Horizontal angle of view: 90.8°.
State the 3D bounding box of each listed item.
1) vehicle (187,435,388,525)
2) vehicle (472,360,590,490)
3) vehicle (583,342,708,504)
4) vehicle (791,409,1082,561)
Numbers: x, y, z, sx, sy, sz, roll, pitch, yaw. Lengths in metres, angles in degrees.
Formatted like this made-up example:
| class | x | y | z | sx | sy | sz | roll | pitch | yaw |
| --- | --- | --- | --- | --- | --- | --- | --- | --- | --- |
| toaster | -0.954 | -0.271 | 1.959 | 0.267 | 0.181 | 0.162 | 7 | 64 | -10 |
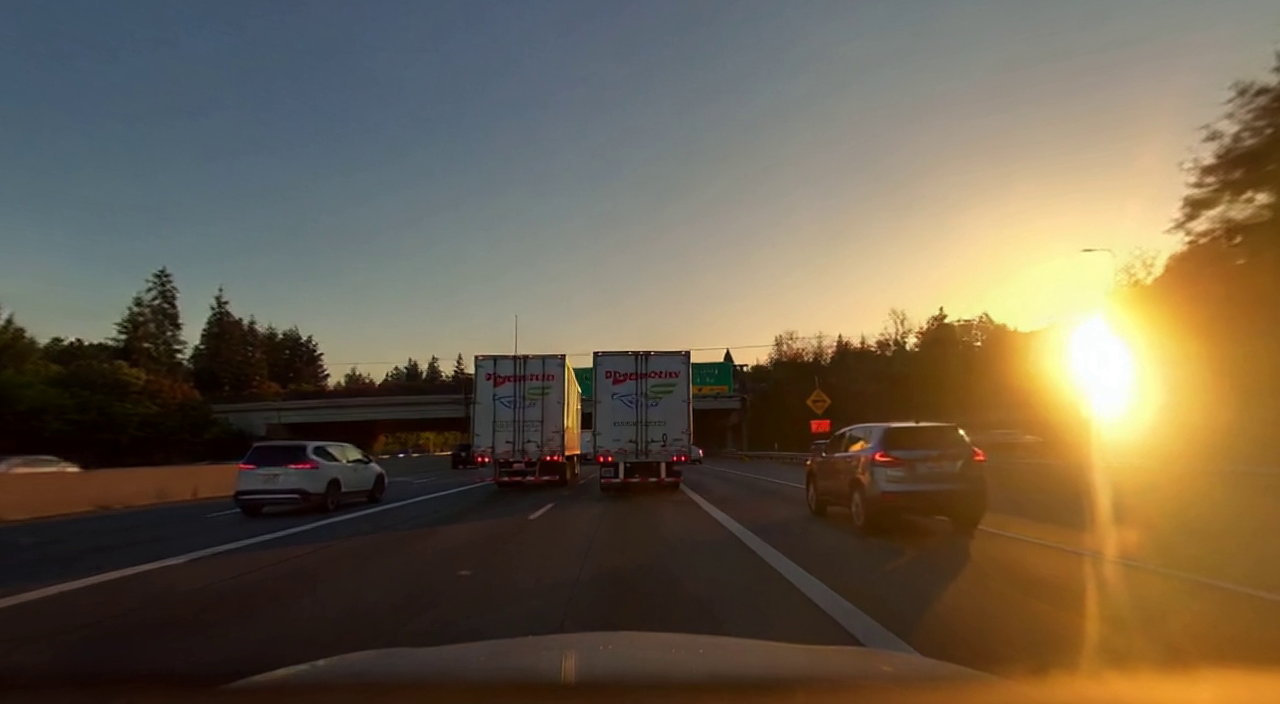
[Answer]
| class | x | y | z | sx | sy | sz | roll | pitch | yaw |
| --- | --- | --- | --- | --- | --- | --- | --- | --- | --- |
| vehicle | -7.620 | 2.771 | 14.300 | 2.017 | 1.694 | 4.420 | 0 | -9 | -1 |
| vehicle | -3.913 | 3.128 | 25.727 | 2.888 | 4.154 | 10.960 | 0 | -9 | 0 |
| vehicle | 0.046 | 2.378 | 19.886 | 2.910 | 3.828 | 9.805 | 0 | -9 | -1 |
| vehicle | 4.030 | 1.902 | 9.766 | 2.136 | 1.753 | 4.644 | 0 | -9 | -1 |
